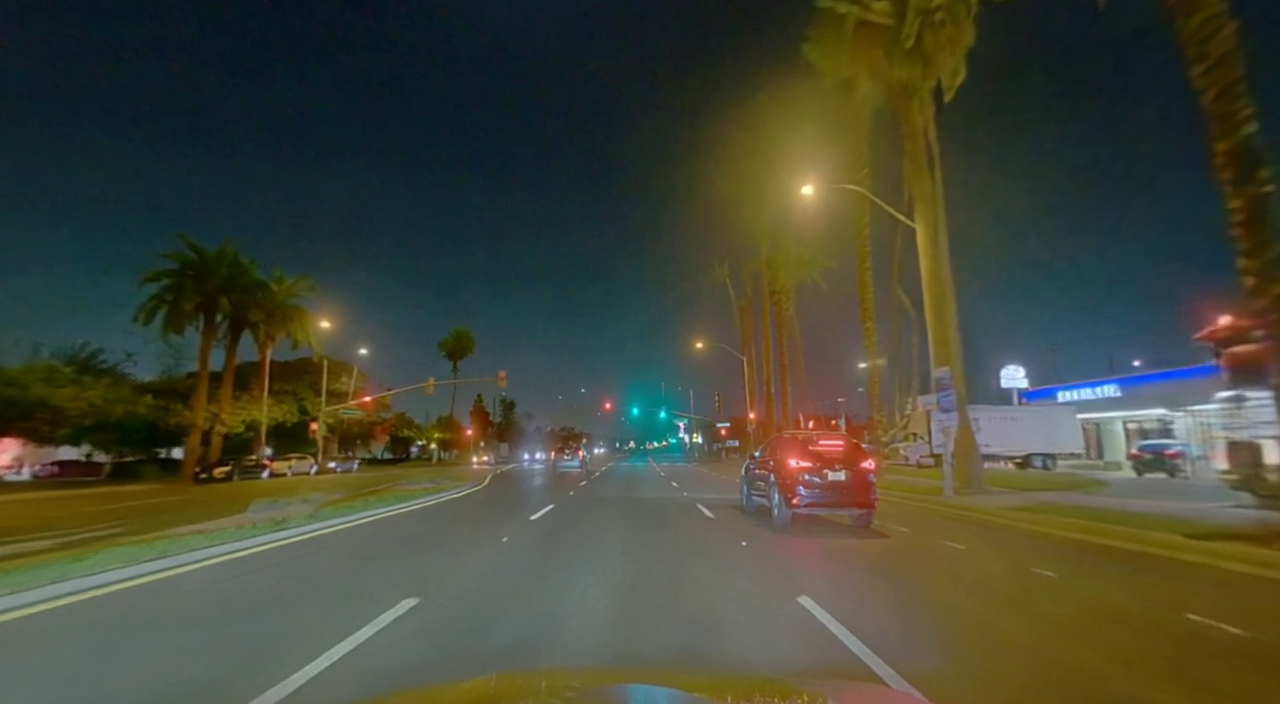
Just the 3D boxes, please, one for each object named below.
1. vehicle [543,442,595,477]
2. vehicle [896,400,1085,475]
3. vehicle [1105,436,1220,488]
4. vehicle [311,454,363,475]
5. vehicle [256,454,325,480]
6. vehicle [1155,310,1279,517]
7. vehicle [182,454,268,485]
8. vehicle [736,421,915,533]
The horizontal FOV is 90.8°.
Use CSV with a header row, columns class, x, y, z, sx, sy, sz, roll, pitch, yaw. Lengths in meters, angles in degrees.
class,x,y,z,sx,sy,sz,roll,pitch,yaw
vehicle,-3.282,5.049,29.864,2.034,1.498,3.995,0,-9,-1
vehicle,15.561,3.881,28.523,6.704,3.194,2.704,-1,-9,5
vehicle,20.147,4.160,24.326,4.416,1.692,1.980,3,-8,-32
vehicle,-22.975,8.539,48.052,1.752,1.430,4.078,-1,-9,2
vehicle,-22.920,7.549,41.674,1.997,1.434,4.569,-2,-9,-1
vehicle,14.385,1.202,11.796,7.195,3.468,2.597,0,-9,-3
vehicle,-22.757,6.440,34.819,2.045,1.536,3.911,0,-9,1
vehicle,3.221,2.262,12.007,1.982,1.711,4.276,0,-9,-2
